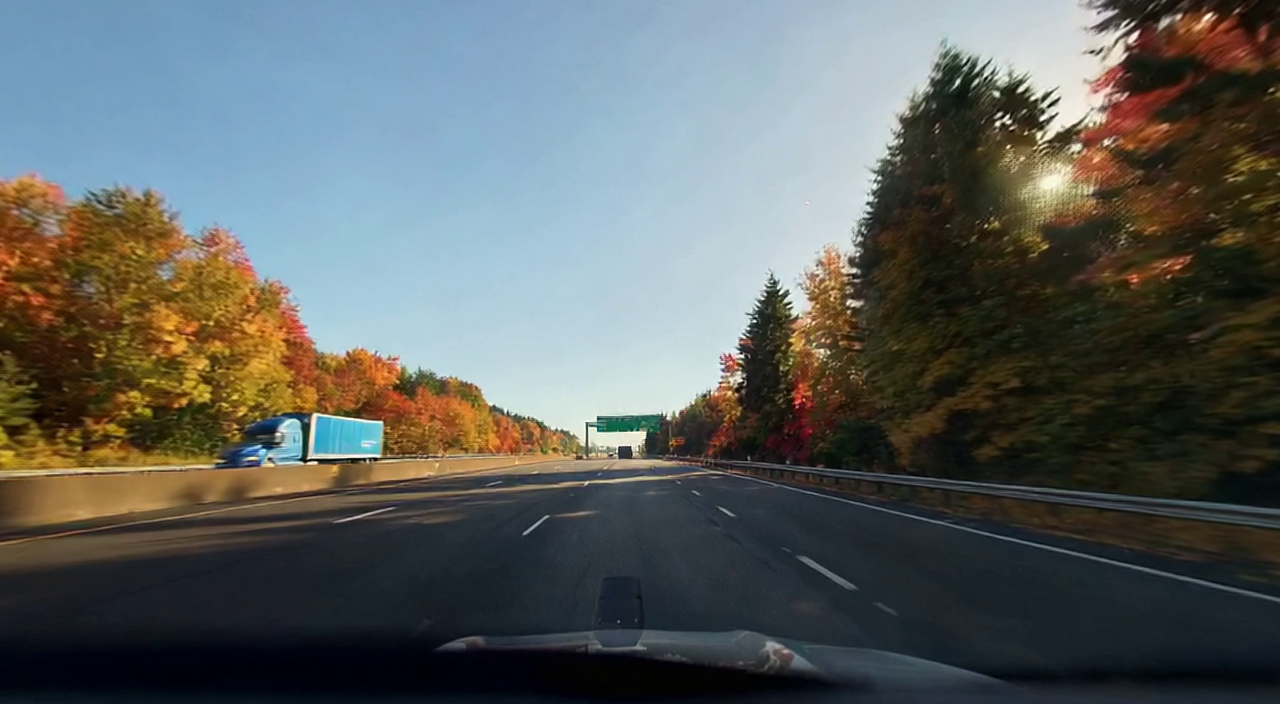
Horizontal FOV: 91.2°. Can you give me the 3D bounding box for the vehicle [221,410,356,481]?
[{"bbox_3d":[-20.513,5.579,37.443,2.992,3.684,8.774,0,-9,0],"label":"vehicle"}]
